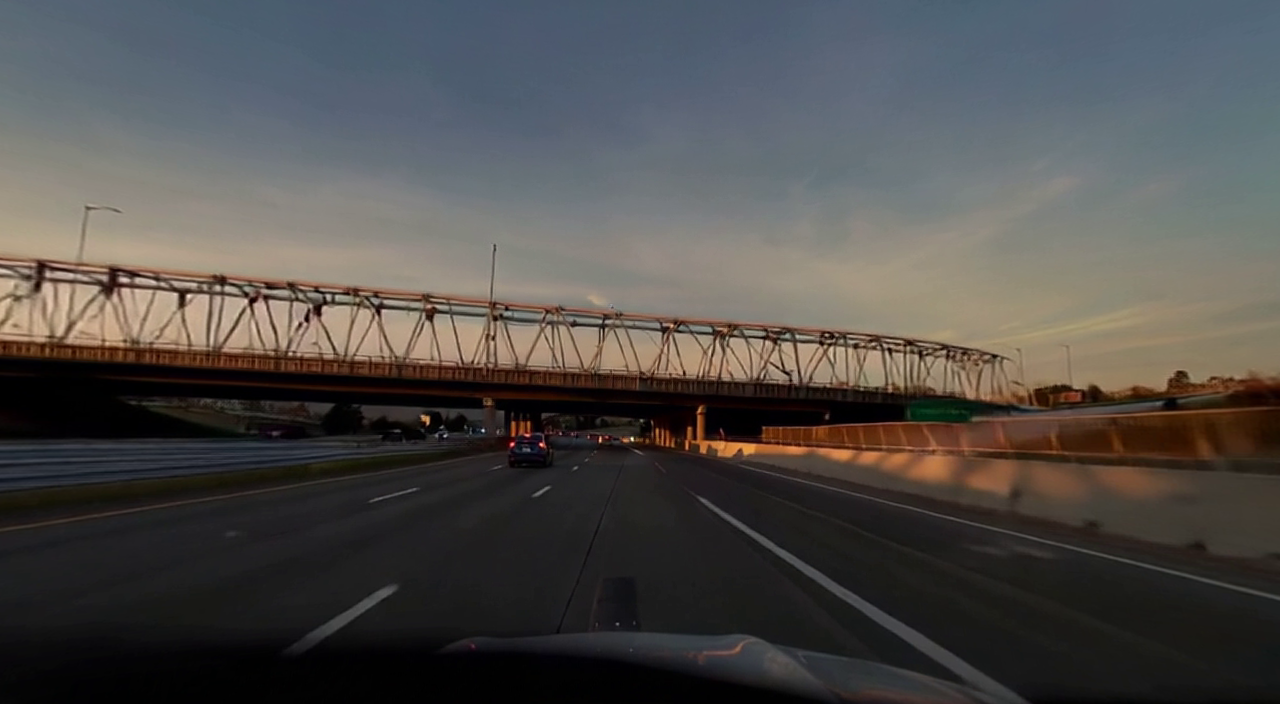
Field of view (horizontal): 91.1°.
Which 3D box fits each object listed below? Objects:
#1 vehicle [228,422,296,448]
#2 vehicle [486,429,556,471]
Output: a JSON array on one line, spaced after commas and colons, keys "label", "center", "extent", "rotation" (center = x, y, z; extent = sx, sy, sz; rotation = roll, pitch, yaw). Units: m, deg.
[{"label": "vehicle", "center": [-23.070, 5.110, 38.573], "extent": [1.761, 1.485, 4.054], "rotation": [0, -8, -2]}, {"label": "vehicle", "center": [-4.915, 4.115, 26.767], "extent": [2.123, 1.601, 4.887], "rotation": [0, -8, -1]}]
